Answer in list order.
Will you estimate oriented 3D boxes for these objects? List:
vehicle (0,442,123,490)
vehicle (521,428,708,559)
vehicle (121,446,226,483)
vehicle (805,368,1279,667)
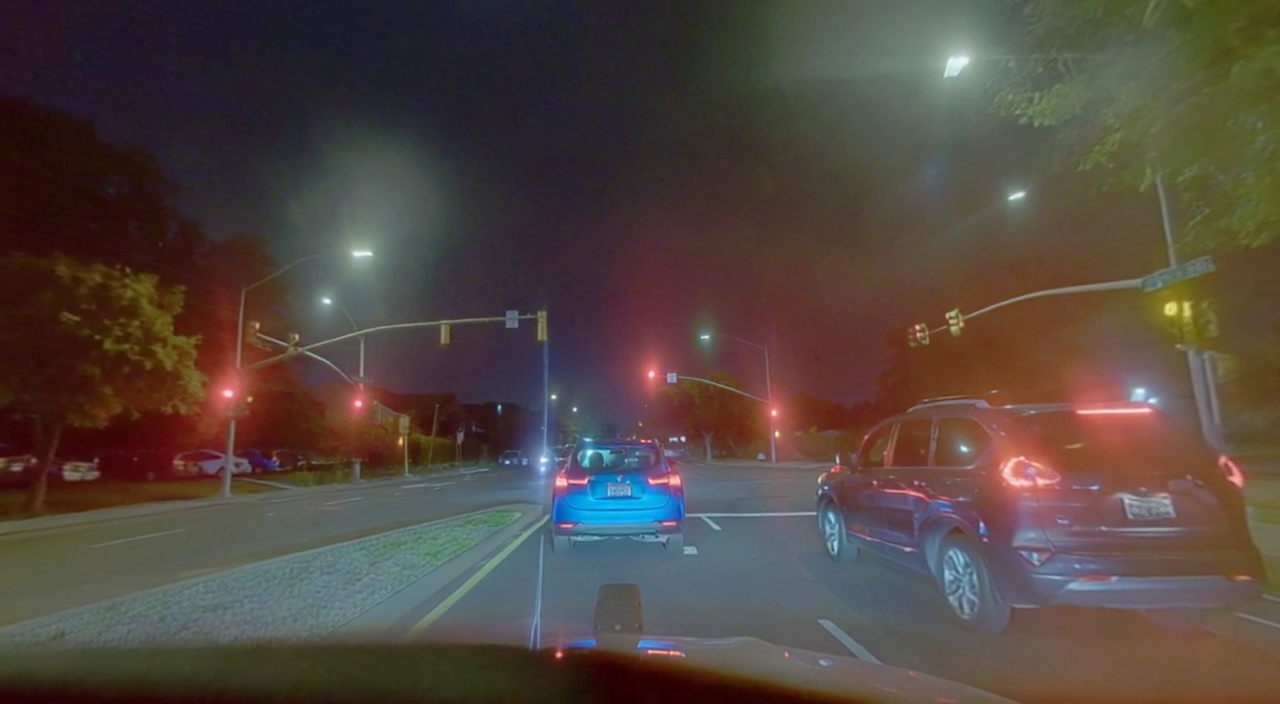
[{"bbox_3d":[-28.484,5.441,30.442,5.119,2.119,2.199,5,-10,-31],"label":"vehicle"},{"bbox_3d":[-0.325,2.010,9.802,2.177,1.512,4.682,0,-9,-1],"label":"vehicle"},{"bbox_3d":[-28.592,6.882,38.967,4.943,2.110,2.217,5,-10,-32],"label":"vehicle"},{"bbox_3d":[3.185,1.301,5.999,2.046,1.768,4.370,0,-9,0],"label":"vehicle"}]
